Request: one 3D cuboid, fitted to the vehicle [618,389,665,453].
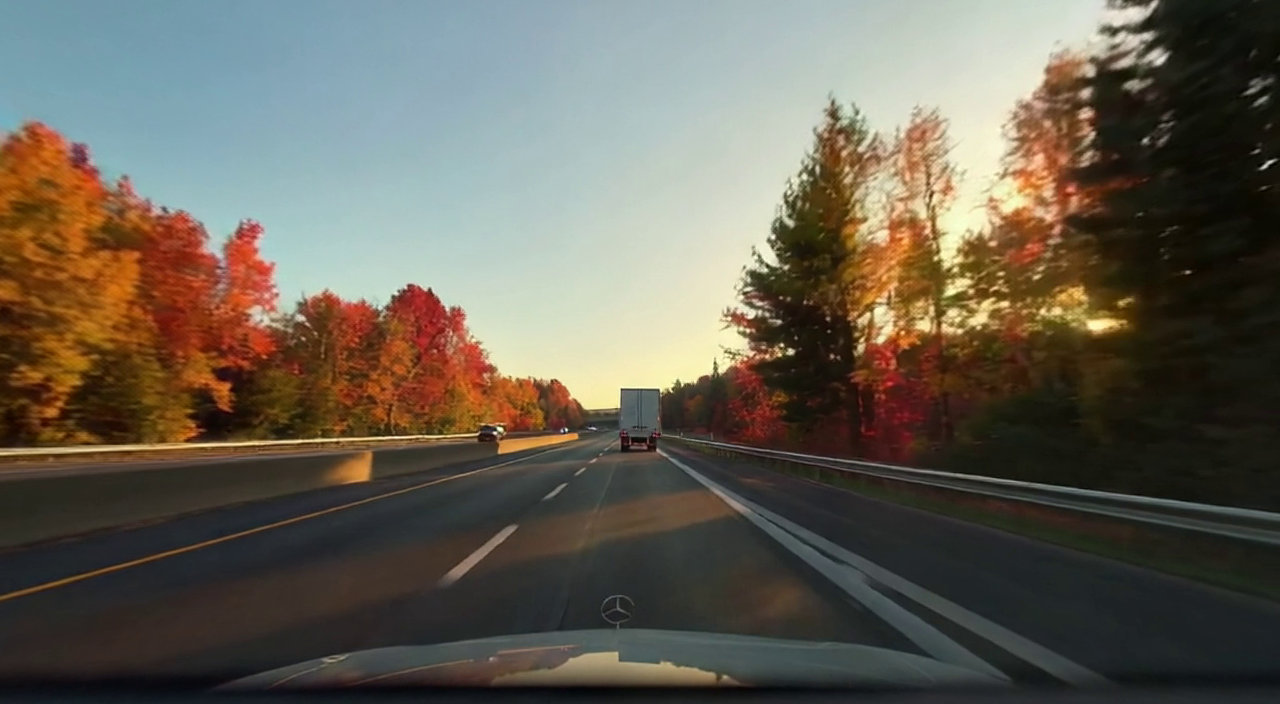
[{"bbox_3d":[-0.047,5.129,45.692,3.013,4.016,11.496,0,-8,-1],"label":"vehicle"}]
